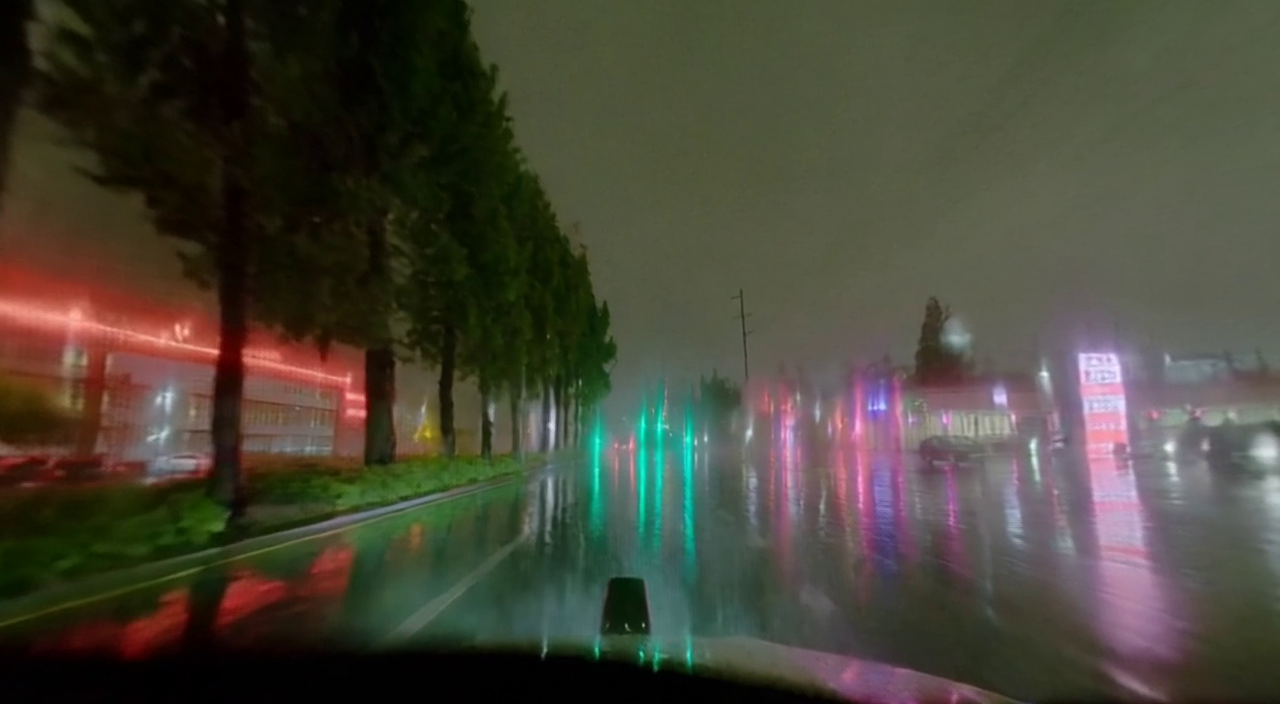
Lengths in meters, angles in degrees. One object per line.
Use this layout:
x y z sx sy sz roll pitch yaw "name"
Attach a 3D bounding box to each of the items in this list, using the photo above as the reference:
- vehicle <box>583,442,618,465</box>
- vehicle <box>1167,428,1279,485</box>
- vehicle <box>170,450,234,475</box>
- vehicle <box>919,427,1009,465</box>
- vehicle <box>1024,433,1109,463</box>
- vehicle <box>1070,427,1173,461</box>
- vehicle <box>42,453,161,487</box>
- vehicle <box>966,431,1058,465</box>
-2.741 7.149 44.557 2.082 1.460 4.442 0 -8 1 "vehicle"
17.515 2.824 17.194 4.546 1.417 1.932 0 -8 -2 "vehicle"
-31.327 7.877 45.212 1.830 1.663 4.166 1 -8 -6 "vehicle"
17.089 4.997 33.592 2.038 1.827 4.870 0 -8 -2 "vehicle"
22.610 5.074 33.585 1.828 1.450 3.730 -2 -8 -1 "vehicle"
25.524 4.889 33.616 2.024 1.683 4.322 0 -8 0 "vehicle"
-27.616 6.038 32.557 1.910 1.498 4.703 0 -8 2 "vehicle"
19.747 5.087 33.708 2.074 1.607 4.465 -2 -8 -1 "vehicle"
